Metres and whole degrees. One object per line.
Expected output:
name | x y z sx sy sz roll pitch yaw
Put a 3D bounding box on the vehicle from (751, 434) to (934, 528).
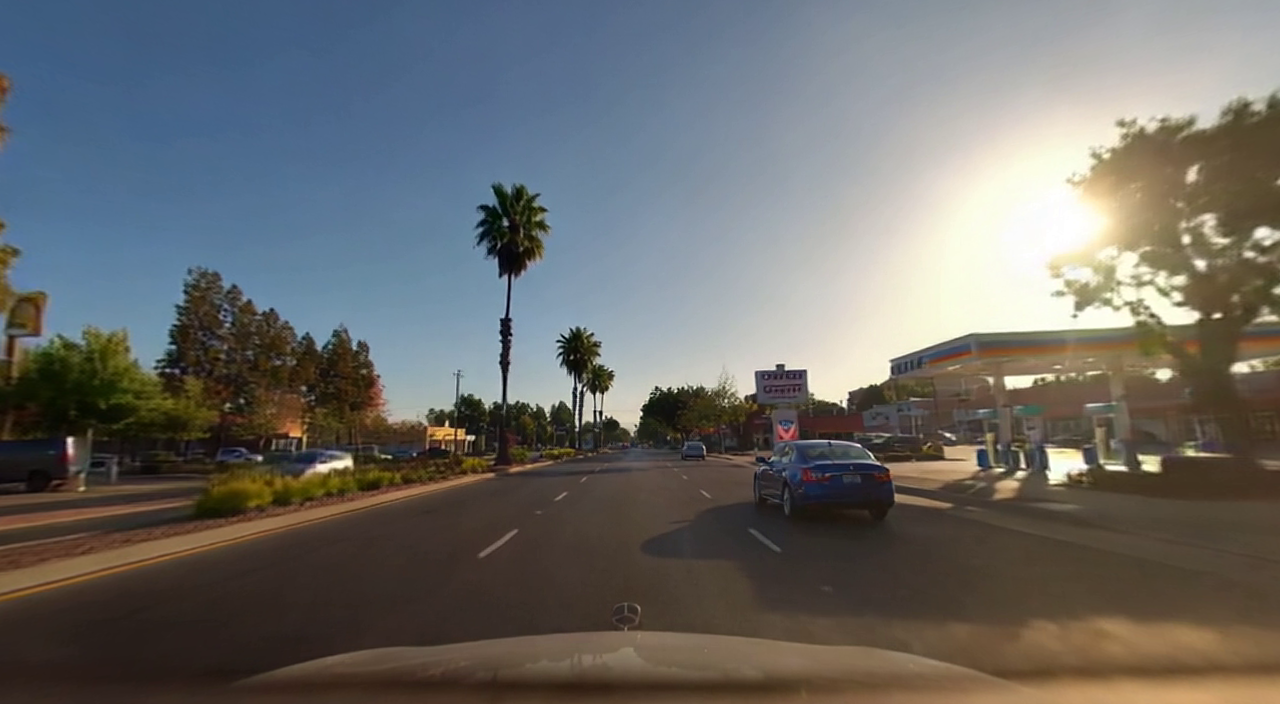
vehicle | 3.508 2.307 11.933 1.978 1.442 4.262 0 -8 -1
